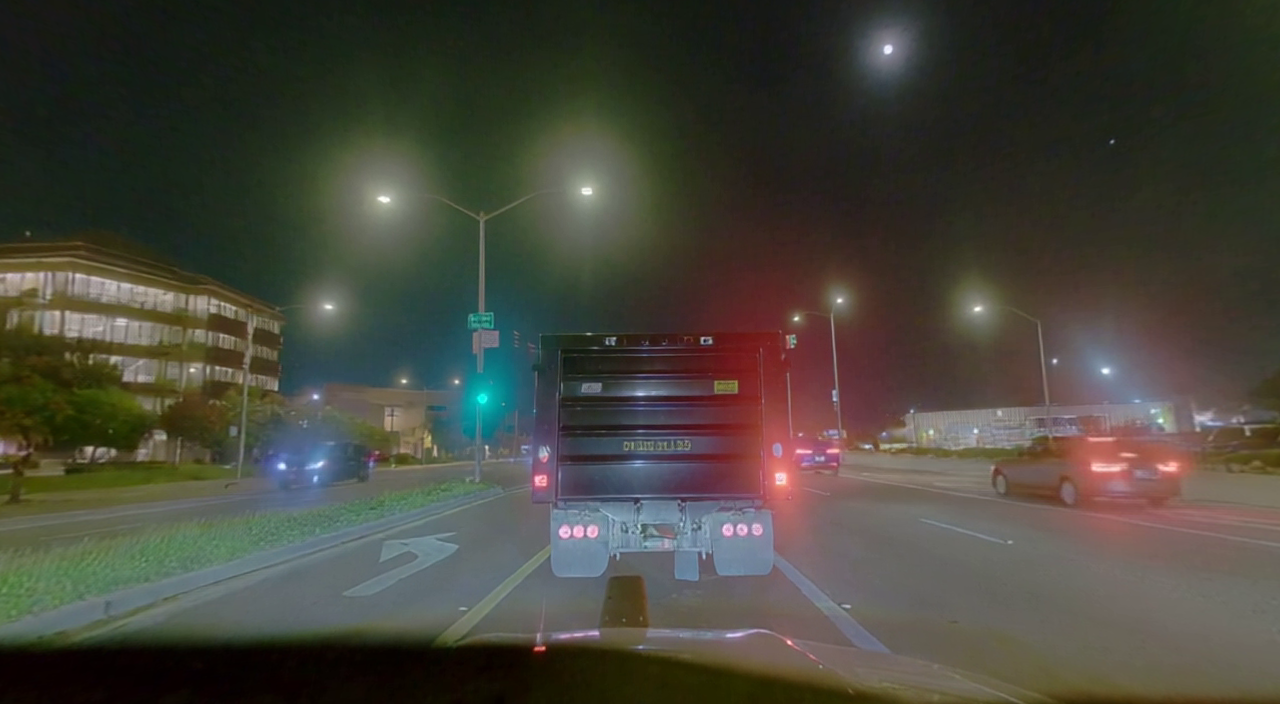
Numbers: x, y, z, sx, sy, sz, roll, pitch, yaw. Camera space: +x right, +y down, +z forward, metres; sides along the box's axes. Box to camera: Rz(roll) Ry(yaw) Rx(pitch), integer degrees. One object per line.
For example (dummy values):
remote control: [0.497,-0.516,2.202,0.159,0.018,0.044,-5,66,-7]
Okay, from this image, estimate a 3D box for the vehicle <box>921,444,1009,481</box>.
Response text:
vehicle: [14.169,4.804,27.761,1.777,1.488,4.081,-1,-8,1]

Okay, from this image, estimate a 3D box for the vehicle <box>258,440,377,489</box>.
vehicle: [-14.325,5.004,28.580,2.218,1.926,5.753,-1,-8,2]

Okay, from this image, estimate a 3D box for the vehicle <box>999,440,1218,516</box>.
vehicle: [10.350,2.776,14.427,1.907,1.465,4.077,-1,-8,1]

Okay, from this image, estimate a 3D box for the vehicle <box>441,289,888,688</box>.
vehicle: [0.287,1.303,7.374,2.650,2.391,7.008,-1,-8,3]
